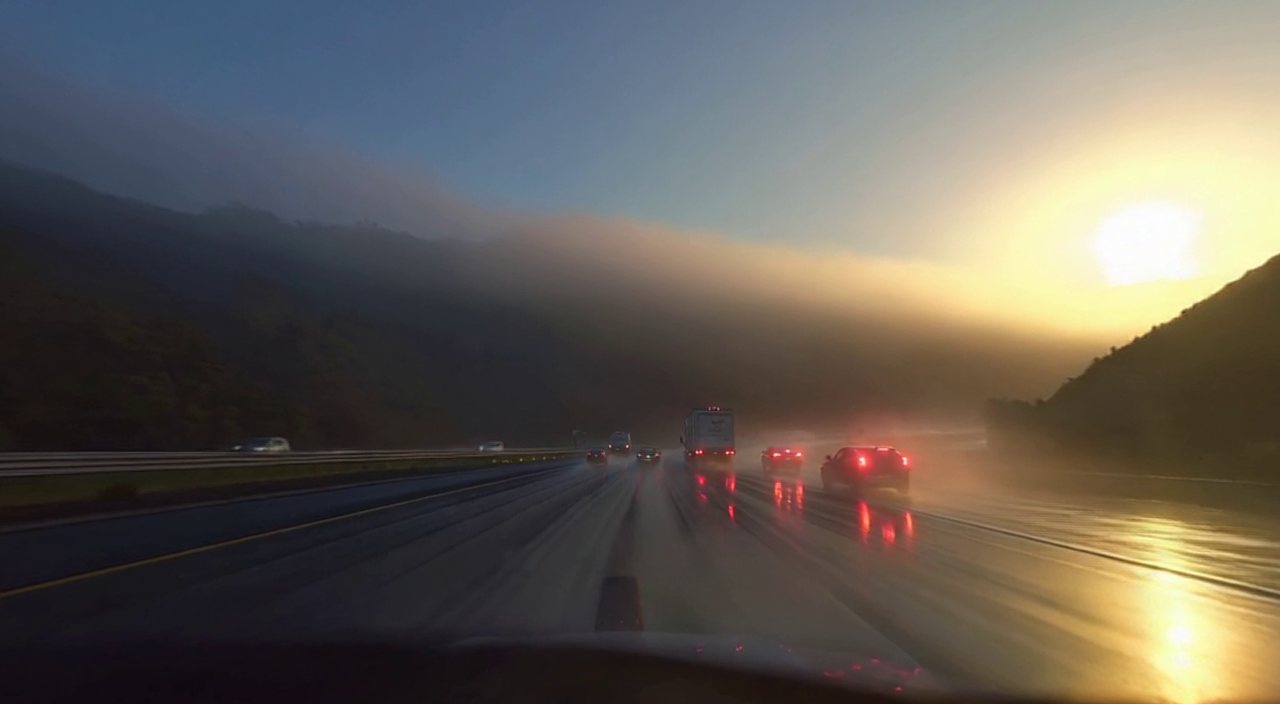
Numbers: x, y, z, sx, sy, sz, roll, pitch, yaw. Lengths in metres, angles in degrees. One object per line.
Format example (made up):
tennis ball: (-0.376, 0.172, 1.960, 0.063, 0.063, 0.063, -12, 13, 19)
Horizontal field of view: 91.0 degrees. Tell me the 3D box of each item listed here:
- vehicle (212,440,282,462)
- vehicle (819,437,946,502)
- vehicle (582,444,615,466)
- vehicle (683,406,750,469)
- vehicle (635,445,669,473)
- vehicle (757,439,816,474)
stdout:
vehicle: (-30.081, 7.601, 48.381, 1.929, 1.595, 5.154, 0, -9, 2)
vehicle: (7.013, 3.419, 18.817, 2.044, 1.676, 4.421, 0, -9, 1)
vehicle: (-3.064, 7.696, 47.211, 2.132, 1.506, 4.256, 0, -9, 0)
vehicle: (4.781, 5.744, 41.809, 3.130, 3.607, 11.129, 0, -9, 0)
vehicle: (0.683, 6.067, 35.814, 1.866, 1.492, 3.932, 0, -9, 1)
vehicle: (8.058, 5.791, 35.119, 2.143, 1.775, 4.729, 0, -9, 0)
